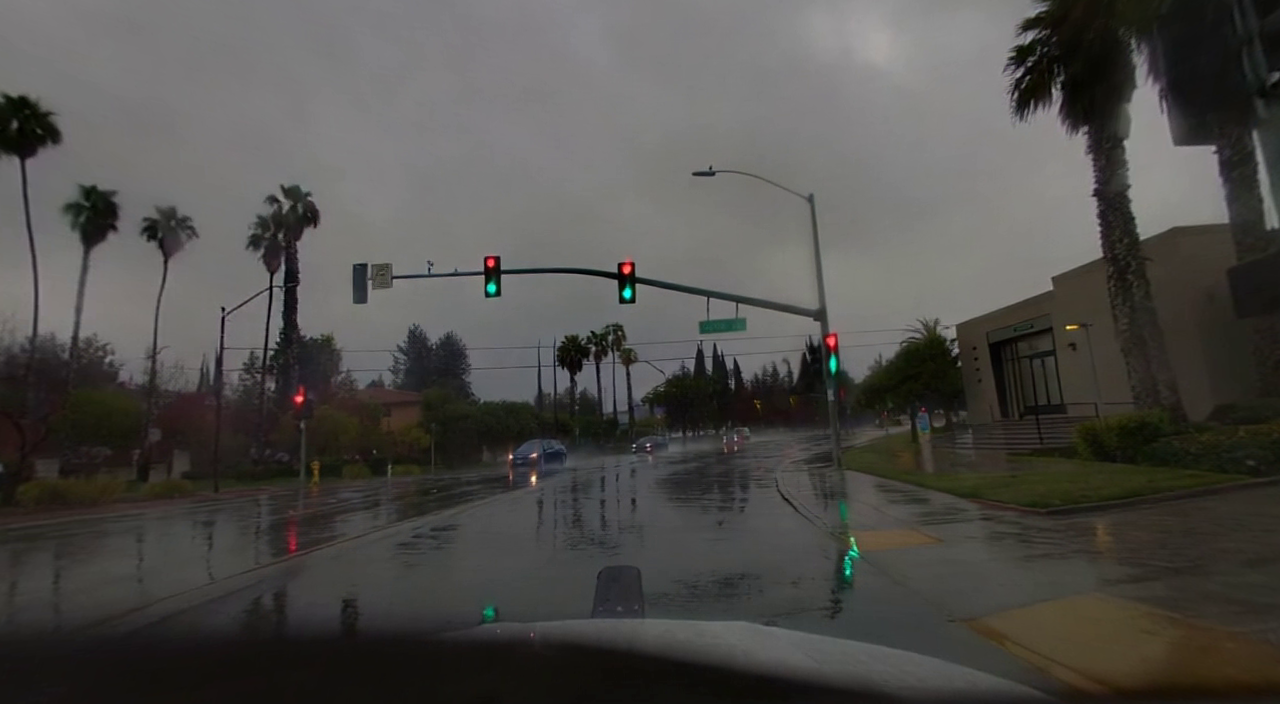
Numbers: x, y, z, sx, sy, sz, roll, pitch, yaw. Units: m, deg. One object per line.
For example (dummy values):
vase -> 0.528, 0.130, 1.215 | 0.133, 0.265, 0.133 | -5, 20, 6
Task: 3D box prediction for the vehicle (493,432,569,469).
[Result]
vehicle -> -5.684, 5.235, 33.642 | 2.181, 1.792, 4.648 | -3, -9, 16
